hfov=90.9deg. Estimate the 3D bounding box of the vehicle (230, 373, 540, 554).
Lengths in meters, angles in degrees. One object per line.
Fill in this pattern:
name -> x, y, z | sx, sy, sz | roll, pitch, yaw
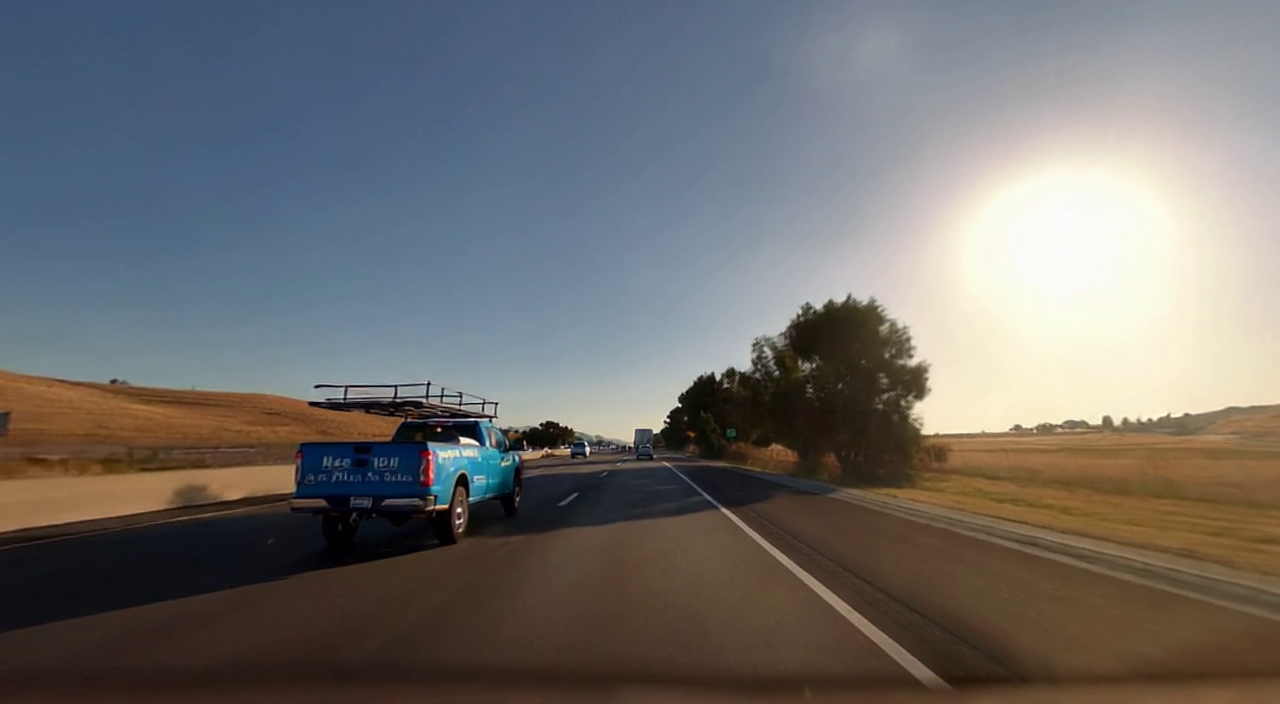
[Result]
vehicle -> -3.838, 1.915, 11.593 | 2.791, 2.330, 6.725 | 0, -8, 1
